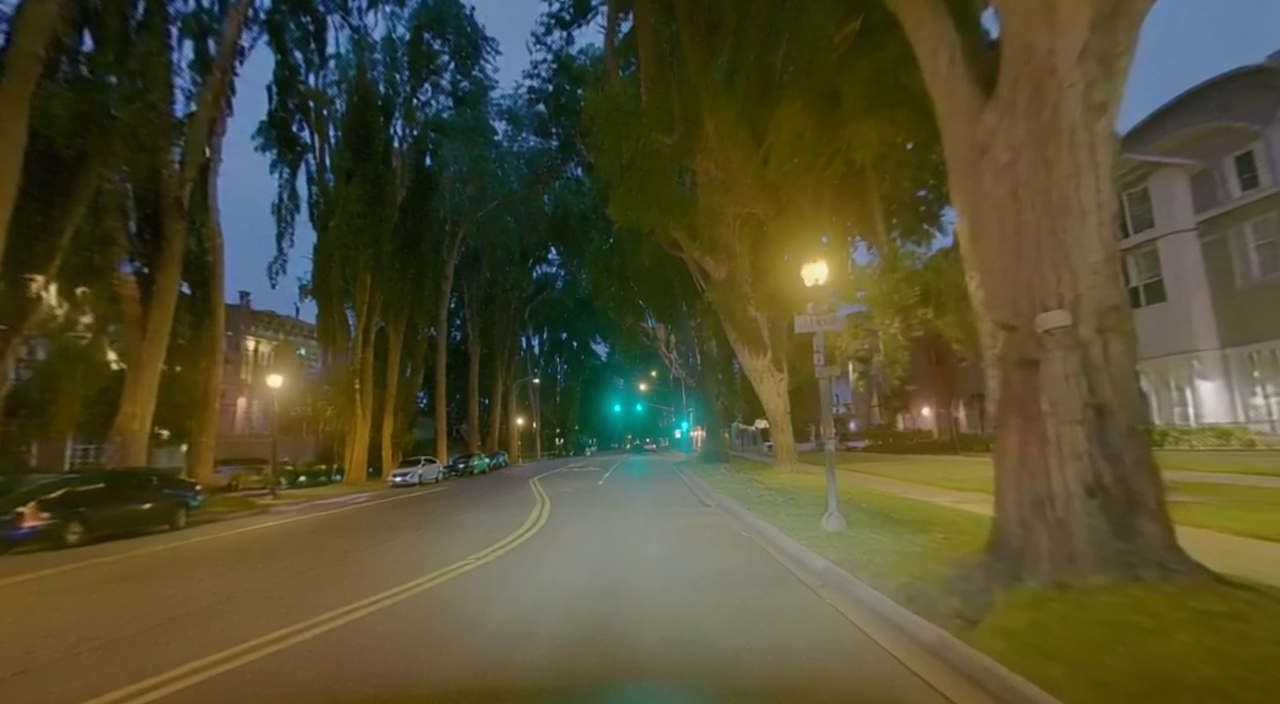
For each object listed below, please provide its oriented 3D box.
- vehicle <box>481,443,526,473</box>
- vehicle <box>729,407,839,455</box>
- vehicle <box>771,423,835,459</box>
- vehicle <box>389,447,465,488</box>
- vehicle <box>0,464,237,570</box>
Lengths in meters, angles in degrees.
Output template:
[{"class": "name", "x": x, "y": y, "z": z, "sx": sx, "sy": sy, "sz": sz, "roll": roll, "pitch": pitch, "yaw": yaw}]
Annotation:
[{"class": "vehicle", "x": -10.270, "y": 7.988, "z": 47.771, "sx": 2.232, "sy": 1.961, "sz": 5.739, "roll": -3, "pitch": -9, "yaw": -2}, {"class": "vehicle", "x": 8.760, "y": 4.909, "z": 38.585, "sx": 6.019, "sy": 2.672, "sz": 2.563, "roll": -5, "pitch": -10, "yaw": 27}, {"class": "vehicle", "x": 8.566, "y": 4.755, "z": 33.603, "sx": 1.999, "sy": 1.753, "sz": 4.995, "roll": 0, "pitch": -8, "yaw": 0}, {"class": "vehicle", "x": -10.485, "y": 5.656, "z": 31.380, "sx": 1.995, "sy": 1.657, "sz": 4.609, "roll": -6, "pitch": -8, "yaw": 2}, {"class": "vehicle", "x": -10.220, "y": 2.980, "z": 12.146, "sx": 1.892, "sy": 1.484, "sz": 4.576, "roll": 0, "pitch": -8, "yaw": -1}]
